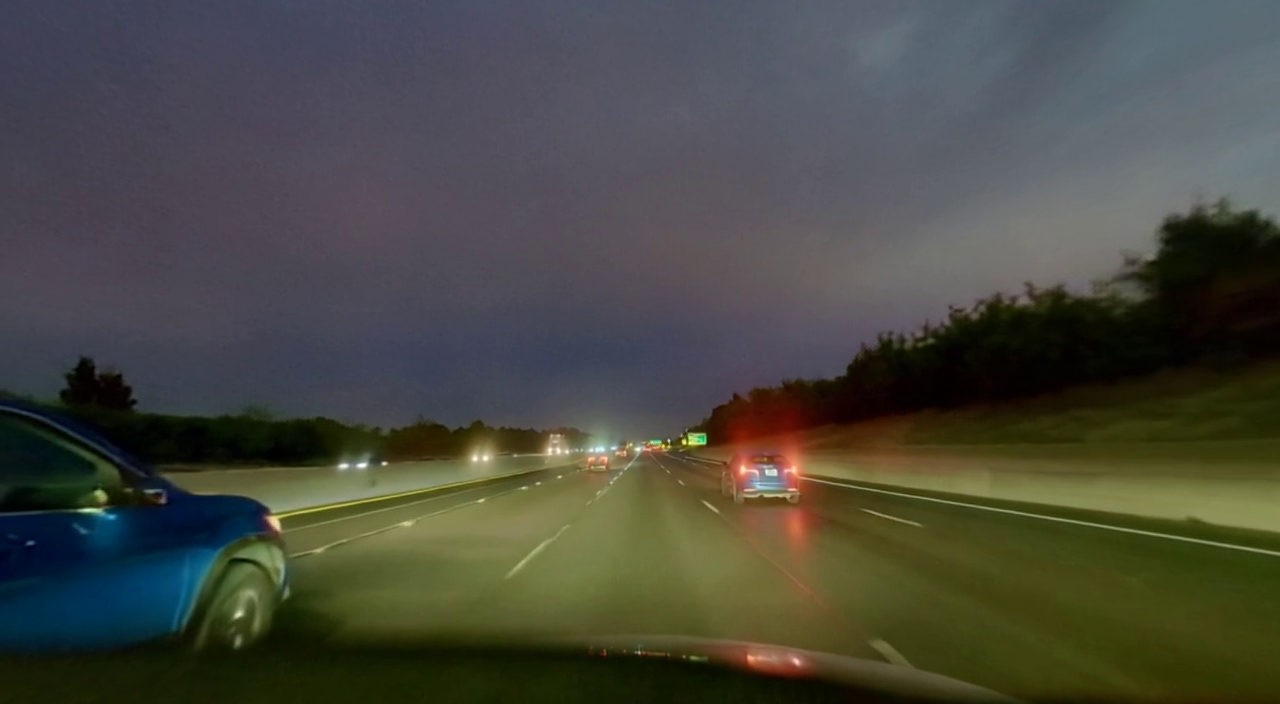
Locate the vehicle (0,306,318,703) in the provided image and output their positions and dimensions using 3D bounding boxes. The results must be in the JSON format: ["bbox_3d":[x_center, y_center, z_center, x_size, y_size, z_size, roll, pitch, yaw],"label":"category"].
[{"bbox_3d":[-3.170,0.688,1.773,2.137,1.756,4.453,0,-9,0],"label":"vehicle"}]

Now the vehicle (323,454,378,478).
[{"bbox_3d":[-21.366,8.402,46.694,1.883,1.620,4.473,0,-9,2],"label":"vehicle"}]

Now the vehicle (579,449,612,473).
[{"bbox_3d":[-3.084,7.634,44.505,2.030,1.563,4.389,0,-9,0],"label":"vehicle"}]

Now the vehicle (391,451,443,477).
[{"bbox_3d":[-14.842,7.433,42.152,1.871,1.575,4.290,0,-9,1],"label":"vehicle"}]

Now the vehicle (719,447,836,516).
[{"bbox_3d":[3.272,3.161,15.905,1.979,1.486,4.125,0,-9,-1],"label":"vehicle"}]
